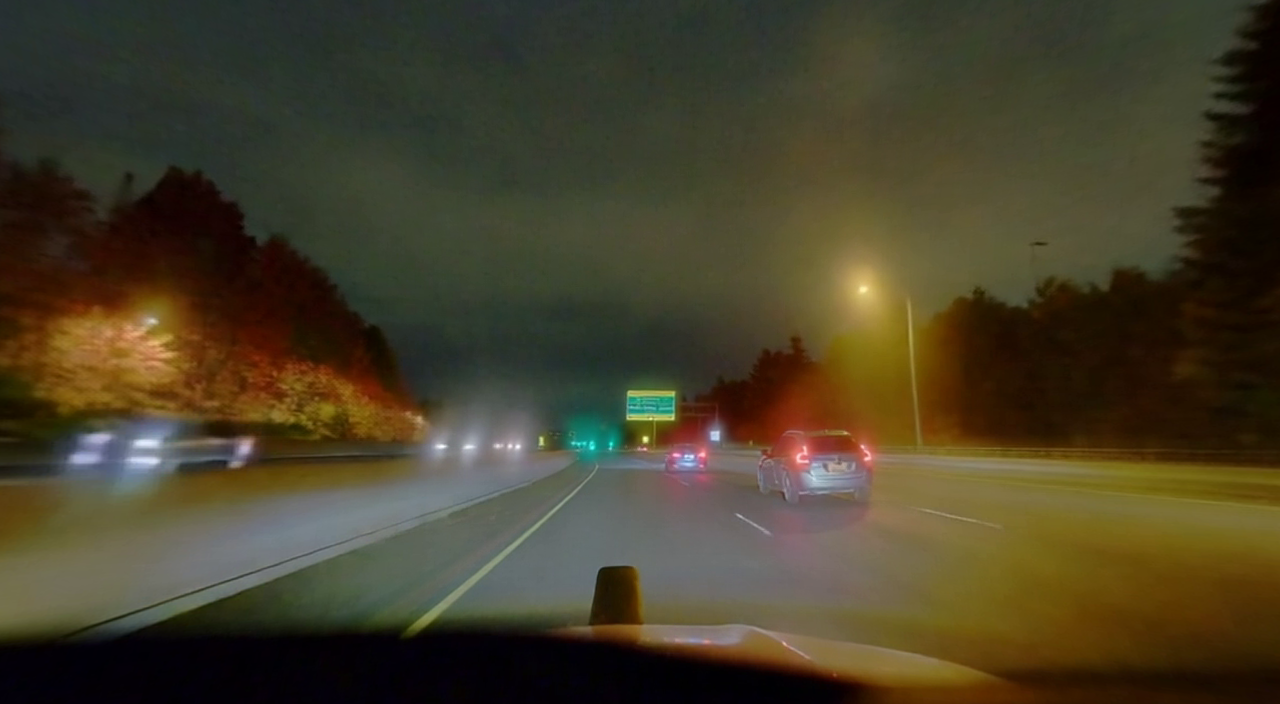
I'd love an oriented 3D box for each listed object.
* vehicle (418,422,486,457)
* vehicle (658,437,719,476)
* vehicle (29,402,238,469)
[{"bbox_3d":[-9.300,4.432,31.442,2.065,1.627,4.696,0,-9,-2],"label":"vehicle"},{"bbox_3d":[2.148,4.814,28.930,2.337,1.633,4.222,0,-9,-2],"label":"vehicle"},{"bbox_3d":[-13.295,2.302,16.925,1.983,1.522,4.458,0,-9,-1],"label":"vehicle"}]
